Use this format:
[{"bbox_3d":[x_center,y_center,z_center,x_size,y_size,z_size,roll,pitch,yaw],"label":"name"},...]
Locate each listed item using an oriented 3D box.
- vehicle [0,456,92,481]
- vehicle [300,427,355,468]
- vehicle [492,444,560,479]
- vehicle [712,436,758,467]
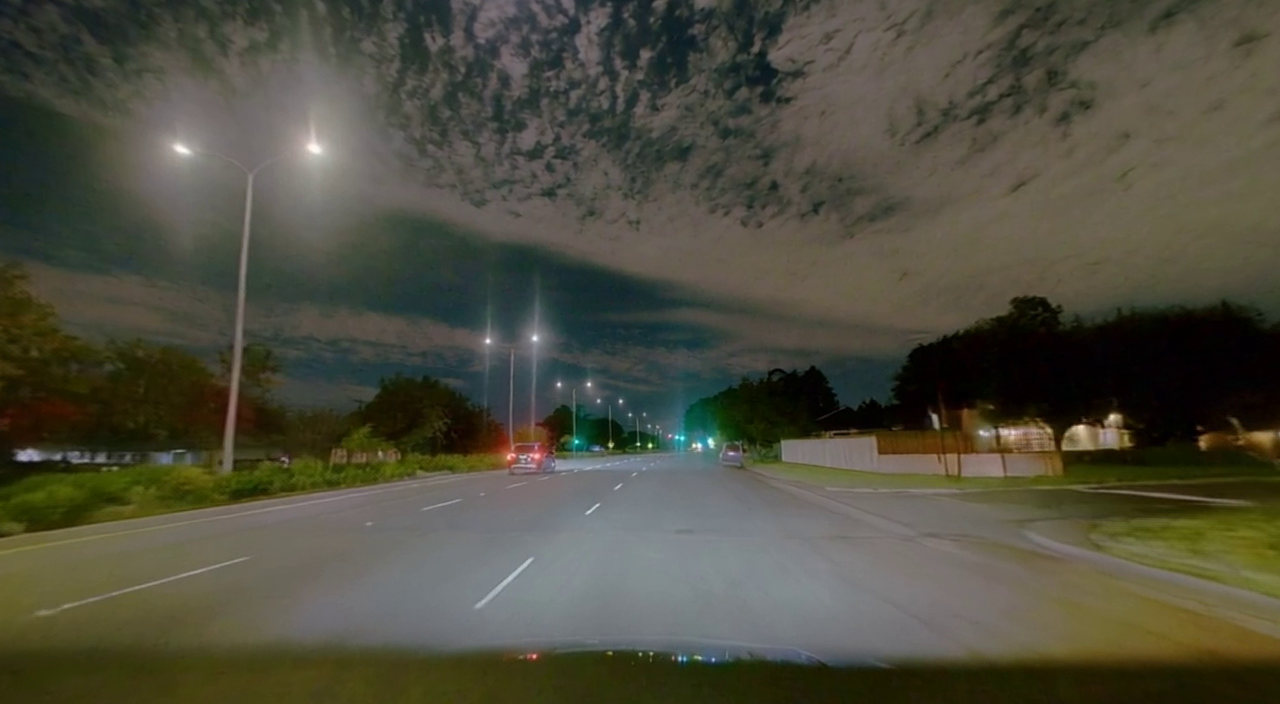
[{"bbox_3d":[-36.535,7.040,38.081,4.690,1.435,1.908,2,-10,-8],"label":"vehicle"},{"bbox_3d":[-22.503,6.910,45.678,2.421,2.746,5.968,2,-9,-16],"label":"vehicle"},{"bbox_3d":[-5.127,4.979,29.081,2.060,1.473,4.645,0,-8,3],"label":"vehicle"},{"bbox_3d":[6.646,7.059,44.961,2.695,2.013,6.661,-1,-8,4],"label":"vehicle"}]
